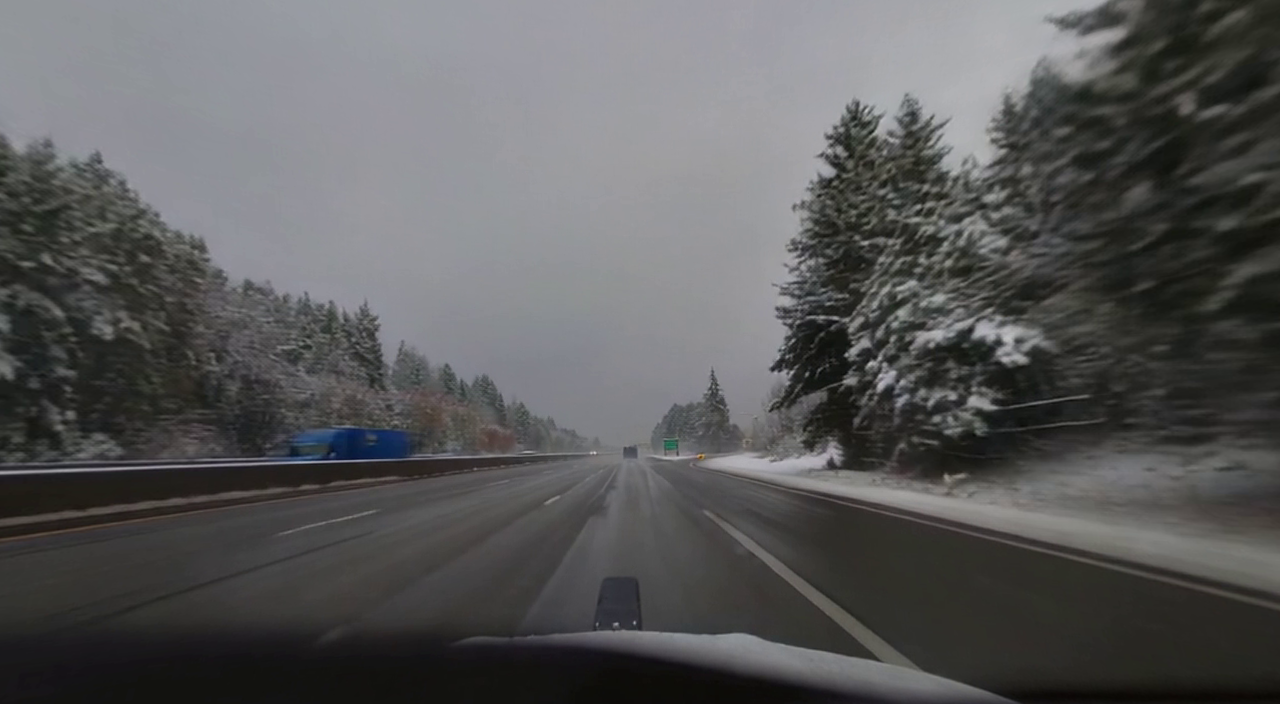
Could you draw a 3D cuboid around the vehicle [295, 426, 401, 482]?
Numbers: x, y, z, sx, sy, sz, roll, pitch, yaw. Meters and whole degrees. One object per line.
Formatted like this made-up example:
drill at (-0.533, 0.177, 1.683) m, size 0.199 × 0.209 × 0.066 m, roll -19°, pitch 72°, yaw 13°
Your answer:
vehicle at (-21.022, 7.450, 46.067) m, size 2.960 × 3.582 × 10.273 m, roll 0°, pitch -9°, yaw -1°
